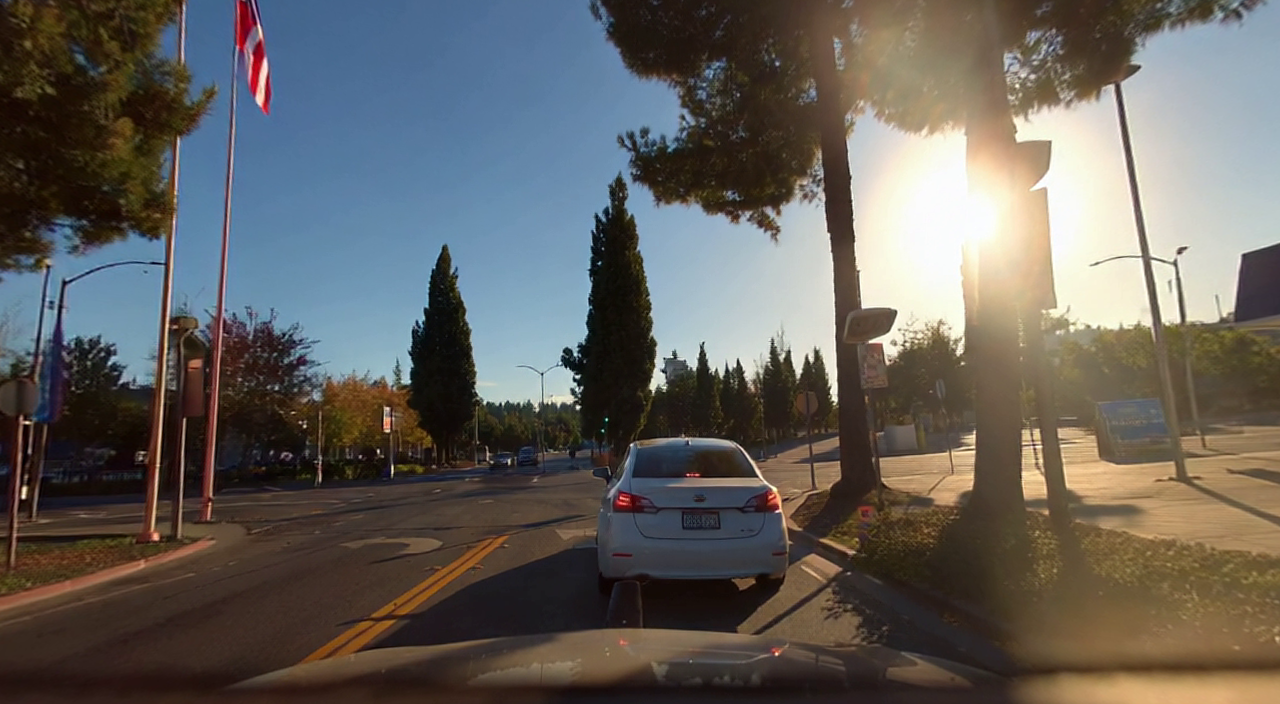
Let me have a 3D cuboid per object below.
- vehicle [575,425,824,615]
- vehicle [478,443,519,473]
[{"bbox_3d":[0.383,1.617,6.896,1.985,1.463,3.647,0,-9,-3],"label":"vehicle"},{"bbox_3d":[-9.996,7.500,44.802,2.212,1.948,4.537,0,-9,-6],"label":"vehicle"}]
